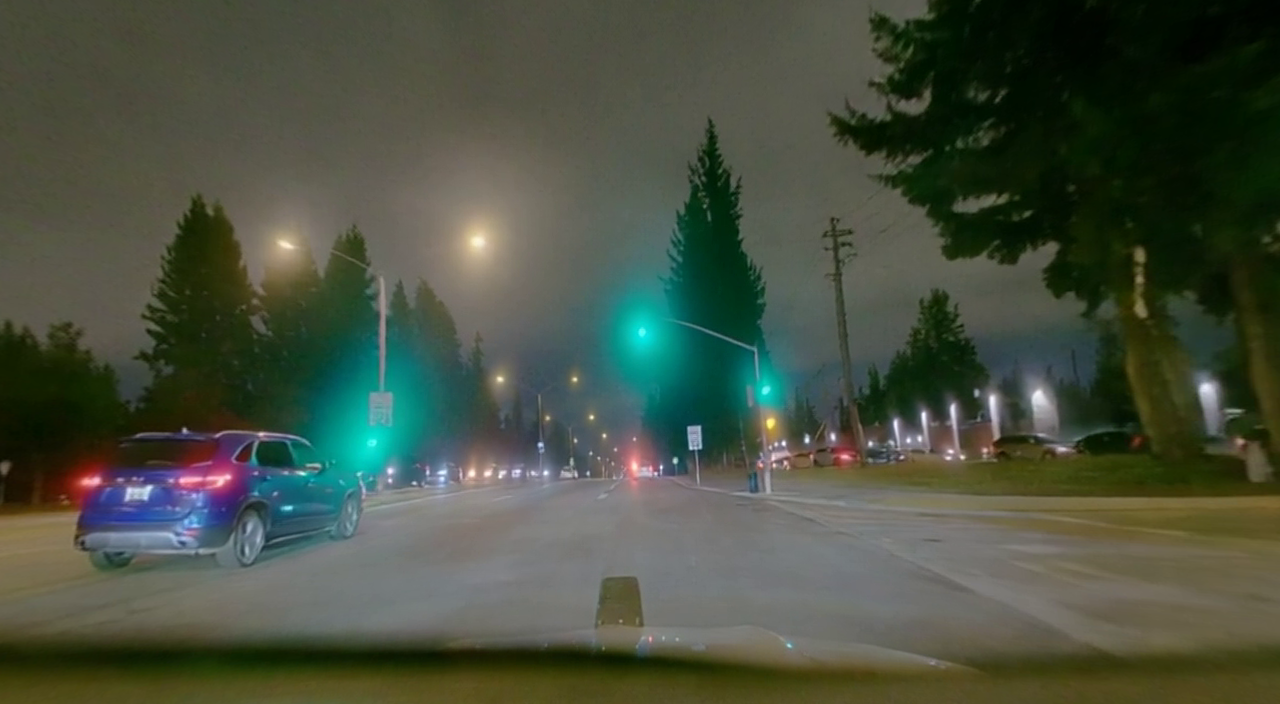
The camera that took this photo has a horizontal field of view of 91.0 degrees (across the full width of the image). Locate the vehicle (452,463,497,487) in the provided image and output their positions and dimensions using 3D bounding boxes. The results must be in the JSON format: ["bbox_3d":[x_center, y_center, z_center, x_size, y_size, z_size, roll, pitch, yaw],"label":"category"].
[{"bbox_3d":[-12.175,9.098,46.711,2.077,1.505,4.714,0,-8,0],"label":"vehicle"}]

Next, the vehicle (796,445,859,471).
[{"bbox_3d":[13.355,7.535,45.160,1.950,1.697,4.906,2,-9,-15],"label":"vehicle"}]

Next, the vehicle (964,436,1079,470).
[{"bbox_3d":[18.973,5.001,31.576,1.947,1.477,4.661,4,-7,-21],"label":"vehicle"}]

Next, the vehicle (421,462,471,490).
[{"bbox_3d":[-11.994,7.672,39.204,1.871,1.539,3.929,0,-8,0],"label":"vehicle"}]

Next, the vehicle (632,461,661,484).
[{"bbox_3d":[0.439,8.913,46.753,2.091,1.494,3.962,0,-8,0],"label":"vehicle"}]

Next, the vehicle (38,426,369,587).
[{"bbox_3d":[-6.181,2.166,9.767,2.027,1.908,4.273,0,-8,0],"label":"vehicle"}]

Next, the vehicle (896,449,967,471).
[{"bbox_3d":[21.792,8.149,47.377,1.933,1.487,5.136,1,-10,-14],"label":"vehicle"}]

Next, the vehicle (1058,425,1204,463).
[{"bbox_3d":[21.027,3.981,27.204,1.876,1.465,4.500,4,-9,-26],"label":"vehicle"}]

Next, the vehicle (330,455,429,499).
[{"bbox_3d":[-12.139,5.842,29.925,2.167,1.799,5.682,0,-8,1],"label":"vehicle"}]

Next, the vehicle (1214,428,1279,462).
[{"bbox_3d":[30.585,4.427,30.160,1.906,1.551,3.992,3,-10,-31],"label":"vehicle"}]
